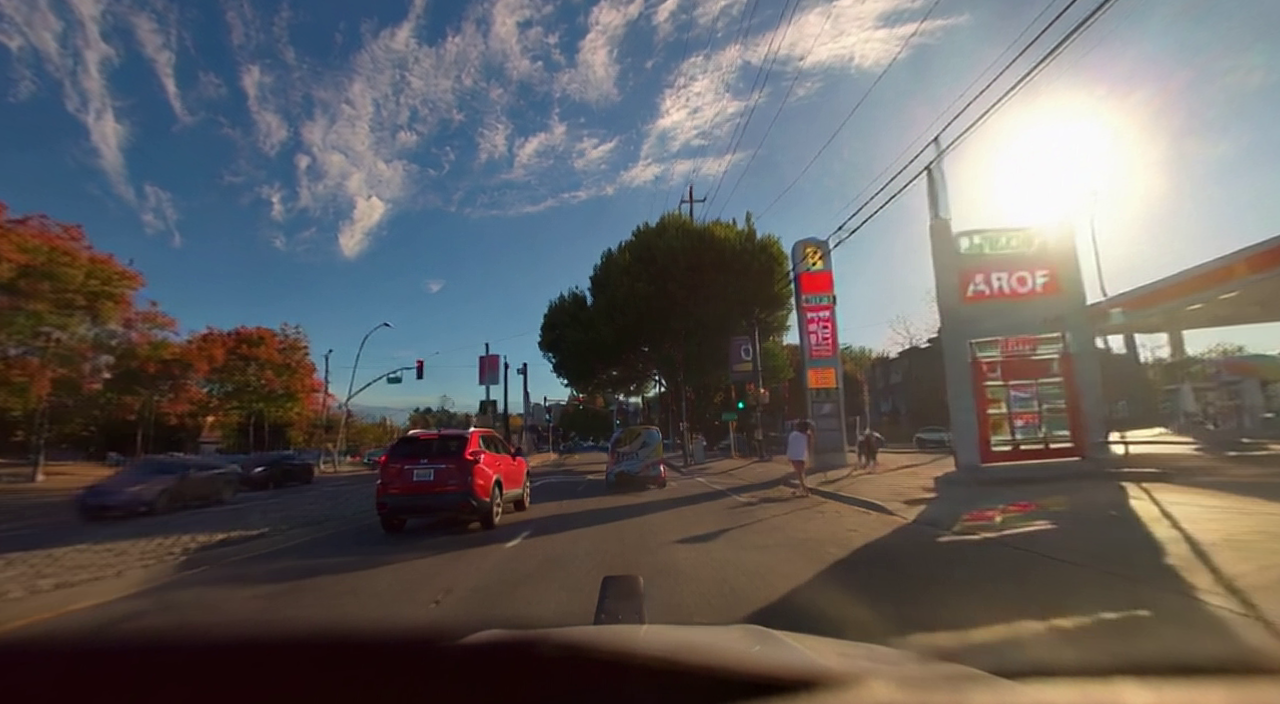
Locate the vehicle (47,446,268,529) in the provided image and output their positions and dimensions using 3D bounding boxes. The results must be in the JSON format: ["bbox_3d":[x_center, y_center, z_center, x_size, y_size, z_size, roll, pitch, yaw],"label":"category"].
[{"bbox_3d":[-11.524,3.215,15.611,1.966,1.600,4.746,-3,-9,-3],"label":"vehicle"}]

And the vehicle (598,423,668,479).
[{"bbox_3d":[-0.355,4.040,25.759,2.552,1.999,5.498,0,-9,-2],"label":"vehicle"}]

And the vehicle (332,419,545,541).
[{"bbox_3d":[-3.295,2.229,11.618,2.247,1.734,4.919,0,-9,1],"label":"vehicle"}]
